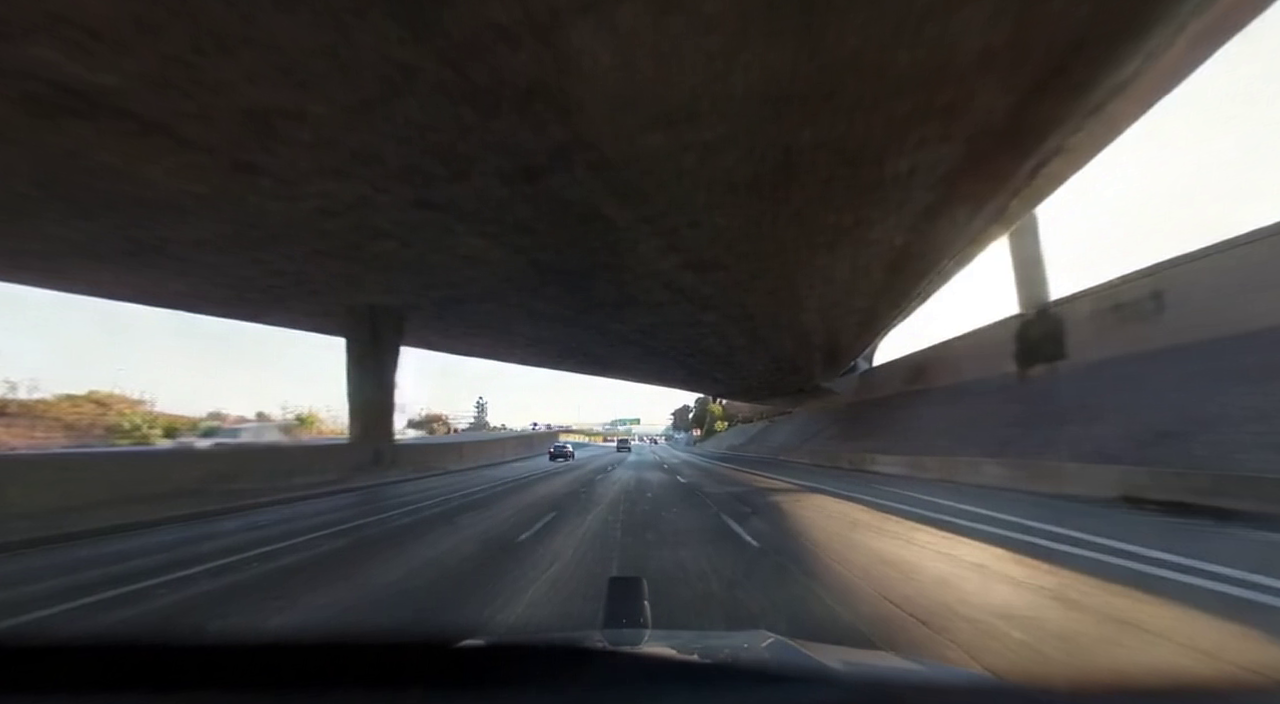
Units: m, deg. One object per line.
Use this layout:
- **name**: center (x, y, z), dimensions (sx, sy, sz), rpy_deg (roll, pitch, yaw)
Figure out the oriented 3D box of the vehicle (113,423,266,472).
- **vehicle**: center (-15.318, 3.298, 21.813), dimensions (1.924, 1.471, 4.419), rpy_deg (-1, -8, 2)
